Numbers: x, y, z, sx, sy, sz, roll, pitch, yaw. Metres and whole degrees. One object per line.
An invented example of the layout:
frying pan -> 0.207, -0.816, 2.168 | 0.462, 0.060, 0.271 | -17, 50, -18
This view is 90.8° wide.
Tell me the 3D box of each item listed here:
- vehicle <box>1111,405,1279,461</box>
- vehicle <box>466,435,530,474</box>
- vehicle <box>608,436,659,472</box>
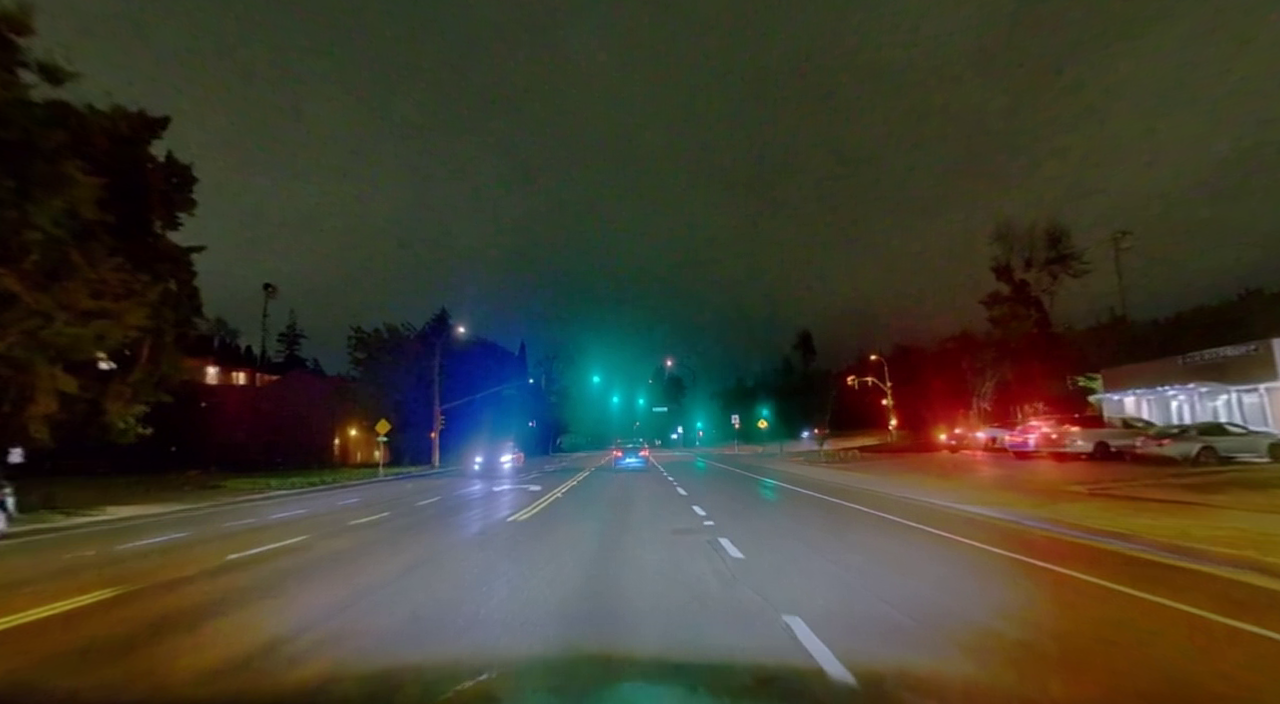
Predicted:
vehicle -> 16.638, 2.345, 18.097 | 4.658, 1.495, 1.978 | 0, -9, 1
vehicle -> -6.931, 5.079, 31.349 | 2.117, 1.756, 4.375 | 0, -9, 0
vehicle -> -0.260, 4.572, 28.362 | 2.104, 1.462, 3.991 | 0, -9, 0
